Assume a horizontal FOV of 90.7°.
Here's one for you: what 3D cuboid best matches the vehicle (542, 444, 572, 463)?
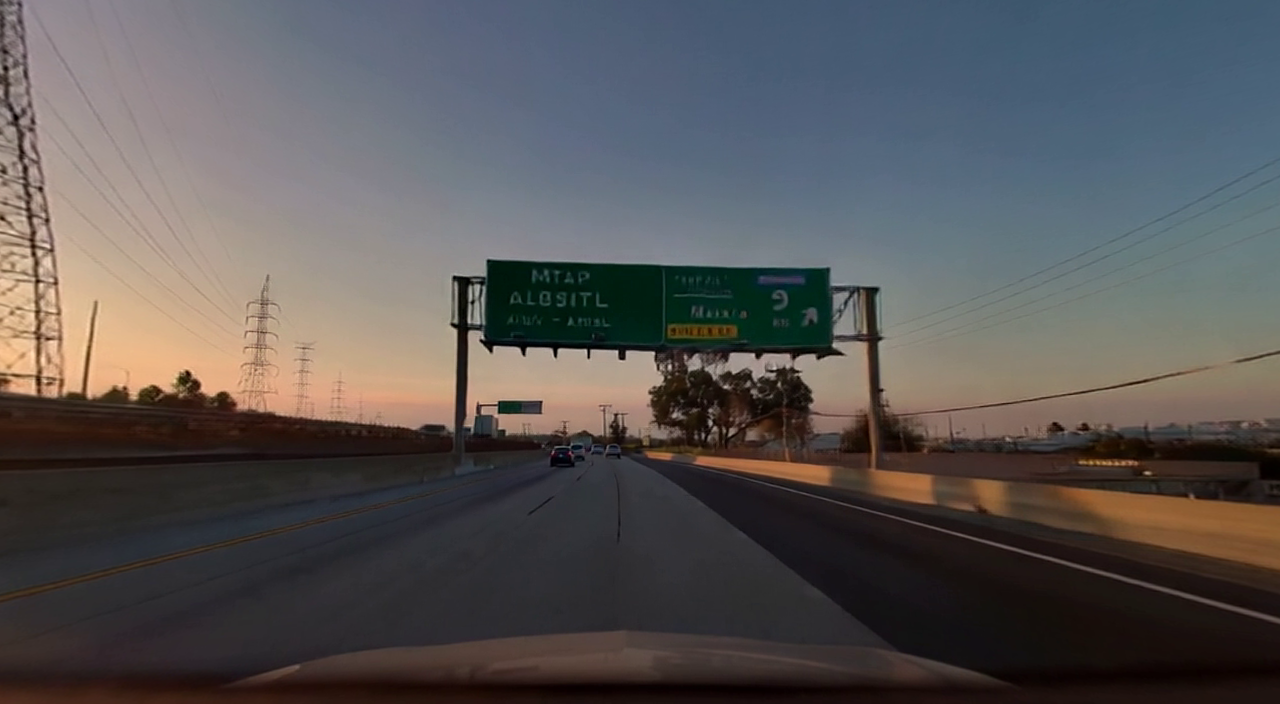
[{"bbox_3d":[-6.442,7.935,49.466,1.921,1.420,4.078,0,-8,-2],"label":"vehicle"}]
